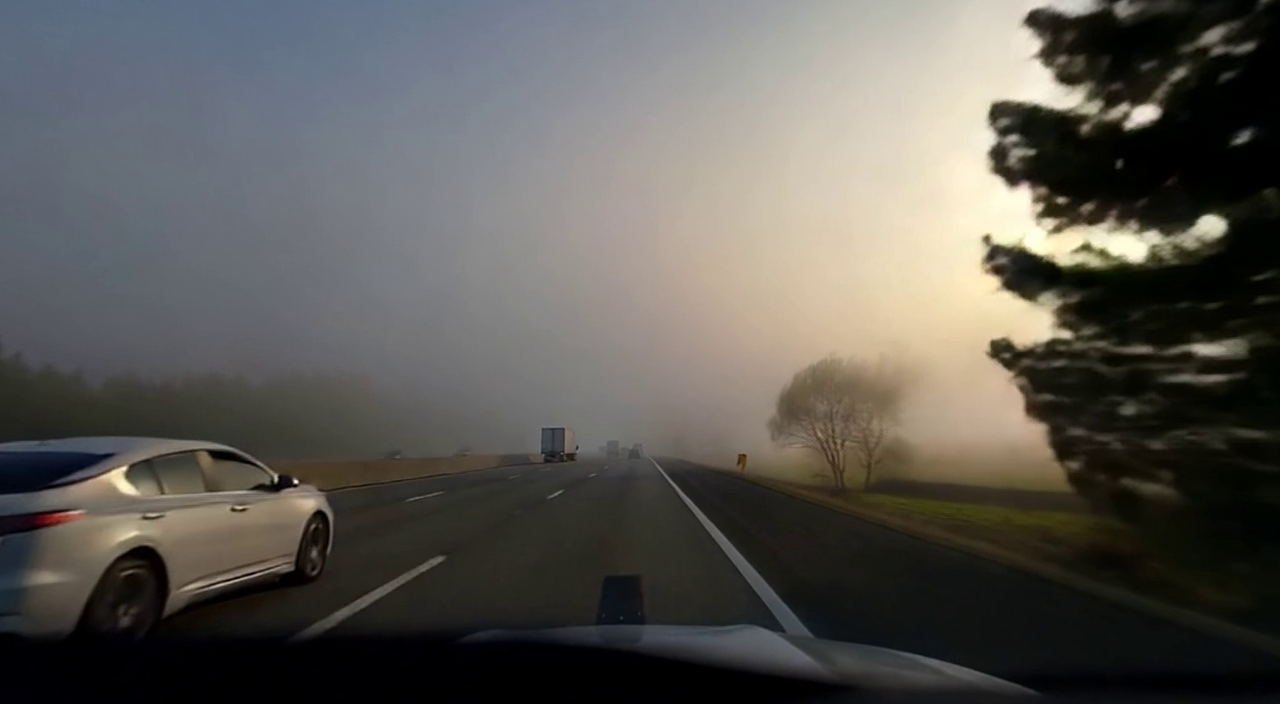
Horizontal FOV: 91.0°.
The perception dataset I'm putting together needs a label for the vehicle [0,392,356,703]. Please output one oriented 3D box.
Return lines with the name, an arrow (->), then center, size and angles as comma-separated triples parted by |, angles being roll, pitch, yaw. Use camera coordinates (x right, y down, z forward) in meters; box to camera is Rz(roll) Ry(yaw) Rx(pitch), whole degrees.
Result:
vehicle -> -3.875, 1.120, 3.807 | 2.028, 1.553, 4.820 | 0, -9, 0
